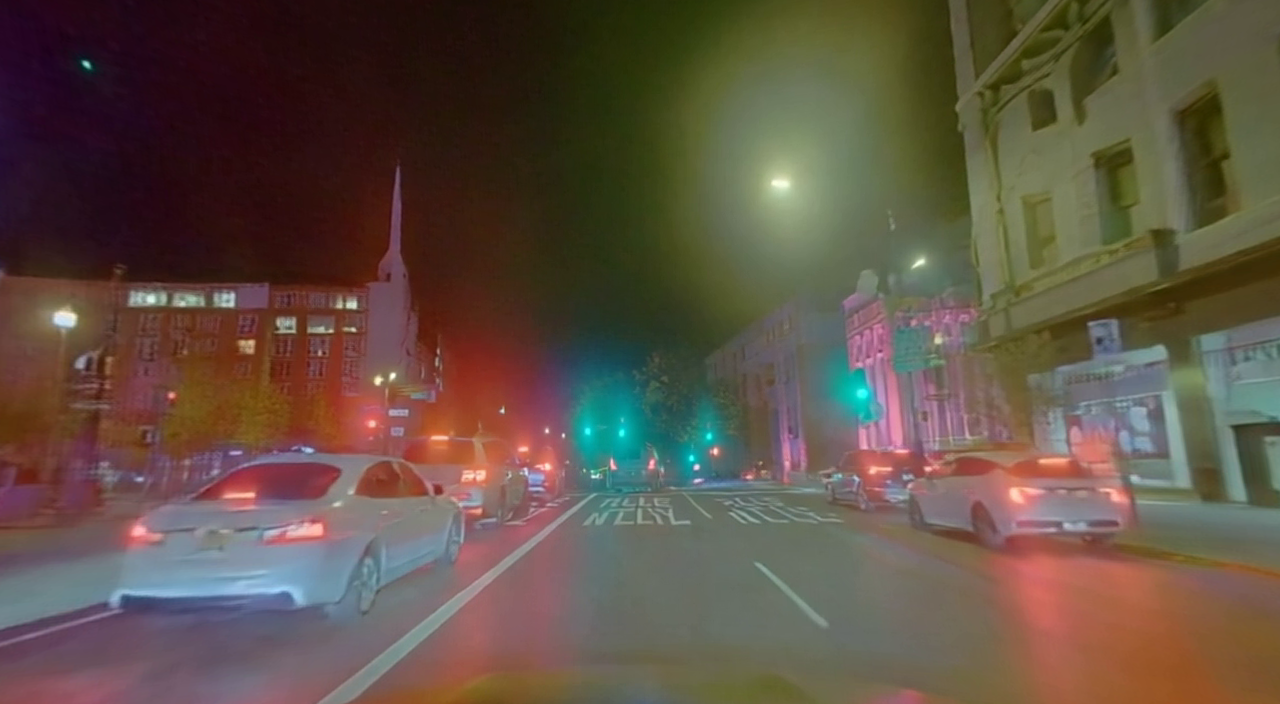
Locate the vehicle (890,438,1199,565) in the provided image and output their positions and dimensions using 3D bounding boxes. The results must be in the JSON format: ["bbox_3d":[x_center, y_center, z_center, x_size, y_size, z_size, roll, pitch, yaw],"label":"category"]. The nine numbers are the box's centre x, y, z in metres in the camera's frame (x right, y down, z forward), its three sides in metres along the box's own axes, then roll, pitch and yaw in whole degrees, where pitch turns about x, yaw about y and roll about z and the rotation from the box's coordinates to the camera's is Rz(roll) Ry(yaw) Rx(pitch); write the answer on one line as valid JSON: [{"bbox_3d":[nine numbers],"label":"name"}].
[{"bbox_3d":[5.882,2.182,10.067,1.919,1.529,4.558,0,-9,0],"label":"vehicle"}]

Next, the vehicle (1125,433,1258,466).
[{"bbox_3d":[26.827,4.781,30.792,4.598,1.519,1.994,0,-10,-1],"label":"vehicle"}]

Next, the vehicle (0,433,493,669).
[{"bbox_3d":[-3.009,1.590,6.256,1.930,1.450,4.497,0,-9,1],"label":"vehicle"}]

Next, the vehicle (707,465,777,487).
[{"bbox_3d":[7.447,9.125,46.470,4.766,1.502,1.891,0,-9,-4],"label":"vehicle"}]

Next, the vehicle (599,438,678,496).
[{"bbox_3d":[0.090,3.899,21.888,2.328,1.746,5.072,-1,-9,4],"label":"vehicle"}]
